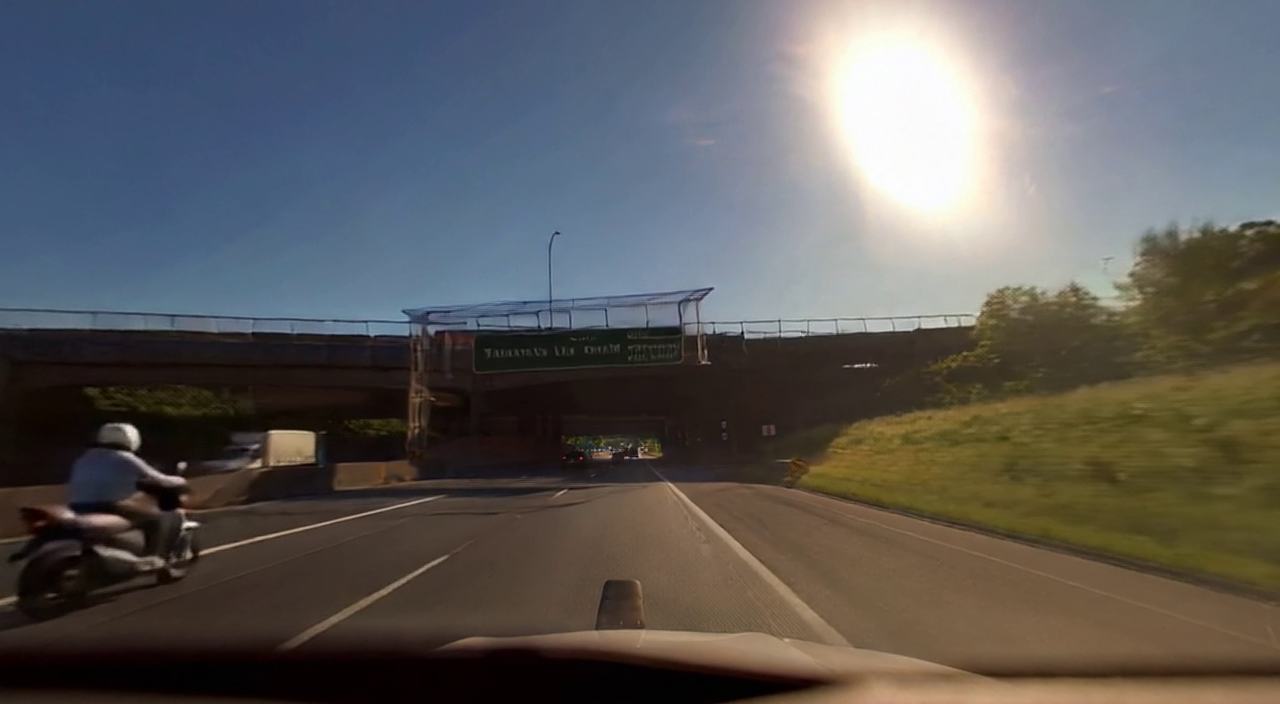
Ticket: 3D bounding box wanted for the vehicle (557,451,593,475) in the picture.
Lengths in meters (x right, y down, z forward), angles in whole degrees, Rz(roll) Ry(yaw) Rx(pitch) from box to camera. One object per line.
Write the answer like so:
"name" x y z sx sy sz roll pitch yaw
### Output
"vehicle" -4.212 7.246 41.449 1.992 1.504 4.117 0 -9 0
